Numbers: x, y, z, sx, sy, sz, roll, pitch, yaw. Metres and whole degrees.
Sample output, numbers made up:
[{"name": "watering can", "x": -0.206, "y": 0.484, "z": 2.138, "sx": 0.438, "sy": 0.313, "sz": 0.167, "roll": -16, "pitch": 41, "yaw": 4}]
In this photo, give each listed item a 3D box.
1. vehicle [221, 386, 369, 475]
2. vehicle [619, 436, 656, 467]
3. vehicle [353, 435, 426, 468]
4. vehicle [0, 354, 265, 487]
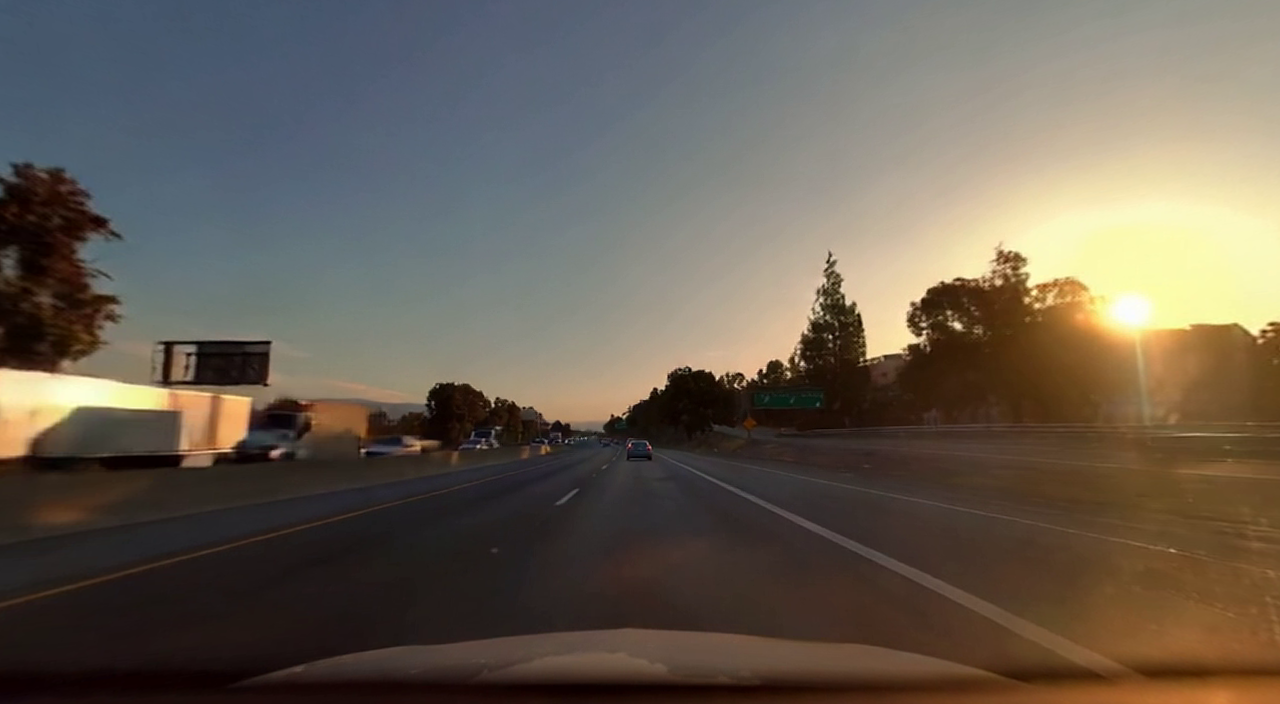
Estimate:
[{"name": "vehicle", "x": -17.460, "y": 4.156, "z": 32.718, "sx": 2.993, "sy": 3.993, "sz": 8.266, "roll": 0, "pitch": -8, "yaw": 0}, {"name": "vehicle", "x": -0.177, "y": 5.811, "z": 36.834, "sx": 2.029, "sy": 1.666, "sz": 4.064, "roll": 0, "pitch": -8, "yaw": -1}, {"name": "vehicle", "x": -13.589, "y": 5.420, "z": 34.464, "sx": 1.987, "sy": 1.655, "sz": 4.982, "roll": 0, "pitch": -8, "yaw": 0}, {"name": "vehicle", "x": -21.838, "y": 3.075, "z": 25.997, "sx": 3.278, "sy": 4.147, "sz": 15.225, "roll": 0, "pitch": -8, "yaw": 0}]
